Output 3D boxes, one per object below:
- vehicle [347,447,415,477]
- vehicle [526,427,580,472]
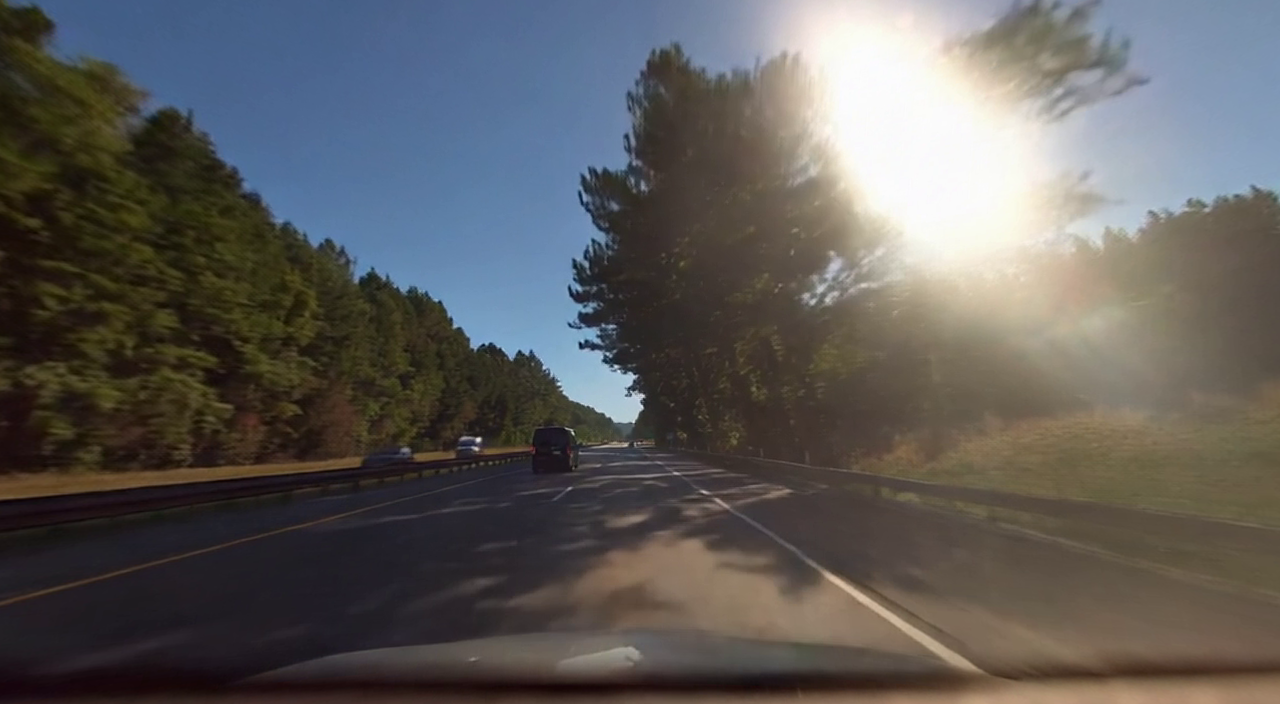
[{"bbox_3d":[-13.542,5.747,33.150,1.786,1.453,4.355,0,-8,-1],"label":"vehicle"},{"bbox_3d":[-4.178,4.800,31.073,1.976,2.029,4.737,-1,-8,0],"label":"vehicle"}]
